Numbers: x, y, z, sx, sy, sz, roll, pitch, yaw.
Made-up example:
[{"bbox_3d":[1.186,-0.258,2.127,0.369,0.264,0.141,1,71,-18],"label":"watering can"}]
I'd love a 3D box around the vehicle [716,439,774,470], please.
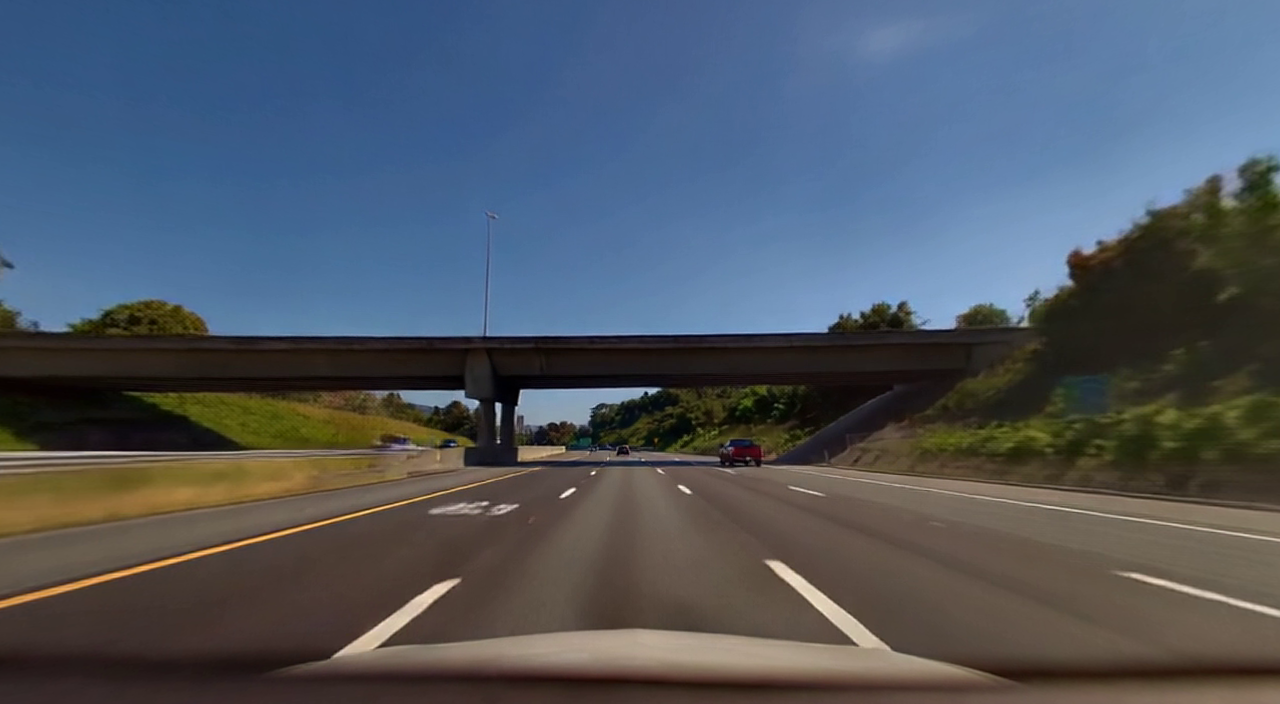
[{"bbox_3d":[6.548,6.482,40.183,2.395,1.819,6.086,0,-9,-2],"label":"vehicle"}]

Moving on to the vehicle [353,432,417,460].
[{"bbox_3d":[-16.171,6.025,40.328,2.030,1.659,4.895,0,-9,0],"label":"vehicle"}]
